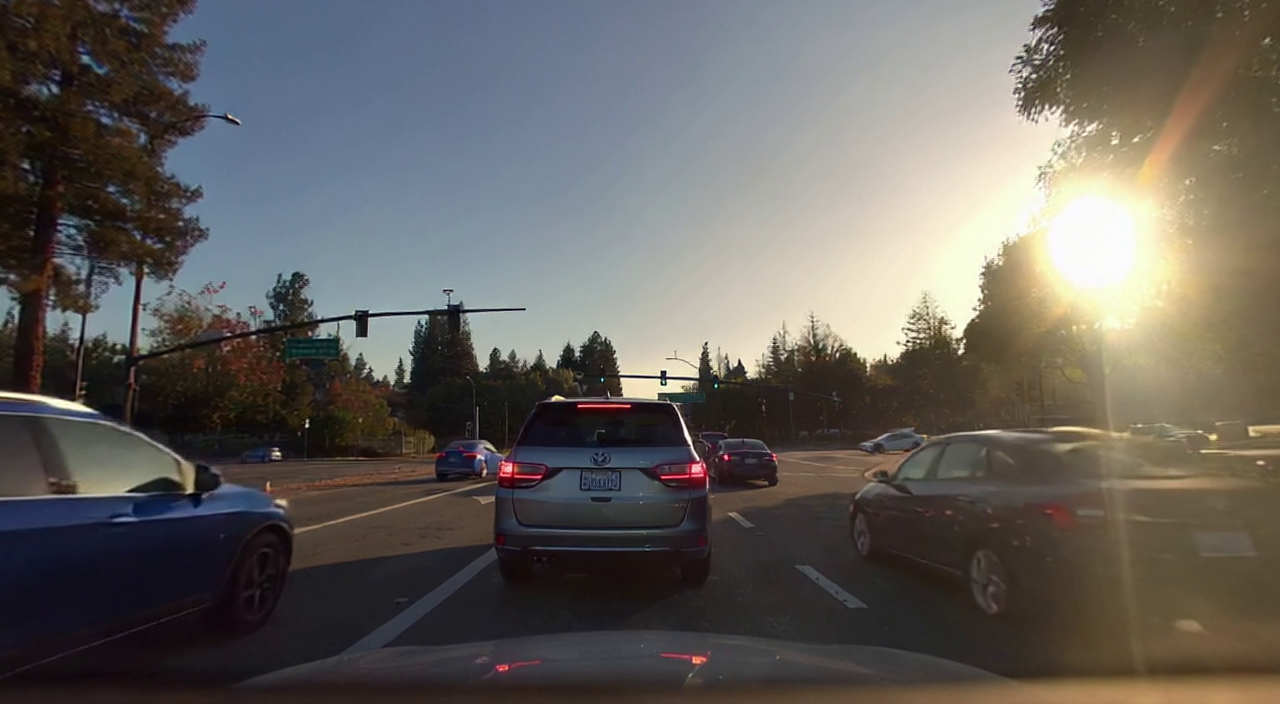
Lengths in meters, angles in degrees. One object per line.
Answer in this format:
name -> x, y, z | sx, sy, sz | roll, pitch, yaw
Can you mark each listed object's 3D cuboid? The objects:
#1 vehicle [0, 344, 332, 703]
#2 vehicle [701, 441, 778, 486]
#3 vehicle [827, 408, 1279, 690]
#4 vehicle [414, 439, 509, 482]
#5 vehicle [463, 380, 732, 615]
vehicle -> -3.677, 0.863, 2.928 | 2.160, 1.666, 4.583 | 0, -8, 0
vehicle -> 3.404, 3.893, 22.392 | 2.104, 1.441, 4.240 | 0, -8, 1
vehicle -> 3.363, 1.369, 5.546 | 2.121, 1.494, 4.208 | 0, -8, 0
vehicle -> -6.740, 4.150, 24.423 | 2.060, 1.473, 4.950 | 0, -8, 2
vehicle -> -0.327, 1.439, 7.102 | 2.064, 1.817, 4.298 | 0, -8, 0
